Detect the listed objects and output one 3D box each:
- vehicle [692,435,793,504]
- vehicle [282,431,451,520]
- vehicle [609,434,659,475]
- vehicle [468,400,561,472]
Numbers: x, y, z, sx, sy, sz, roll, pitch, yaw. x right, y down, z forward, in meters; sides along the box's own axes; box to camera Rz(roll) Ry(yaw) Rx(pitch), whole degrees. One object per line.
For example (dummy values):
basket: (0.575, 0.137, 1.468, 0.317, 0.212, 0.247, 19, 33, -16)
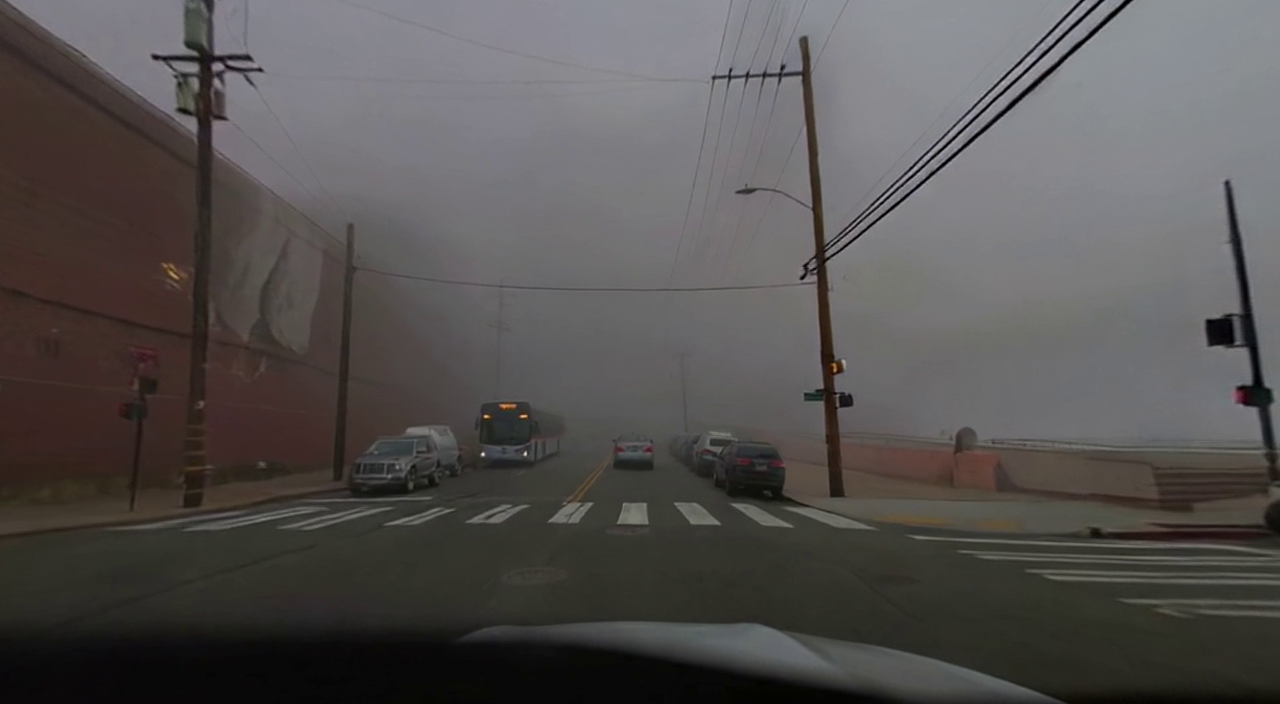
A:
vehicle: (2.860, 3.478, 18.764, 2.171, 1.751, 4.373, 1, -10, -1)
vehicle: (-7.181, 3.264, 17.465, 2.127, 2.034, 5.559, 0, -8, 0)
vehicle: (-0.312, 4.812, 29.760, 2.190, 1.783, 4.048, 0, -8, -2)
vehicle: (-6.665, 4.876, 36.016, 3.297, 3.342, 12.875, 0, -8, -3)
